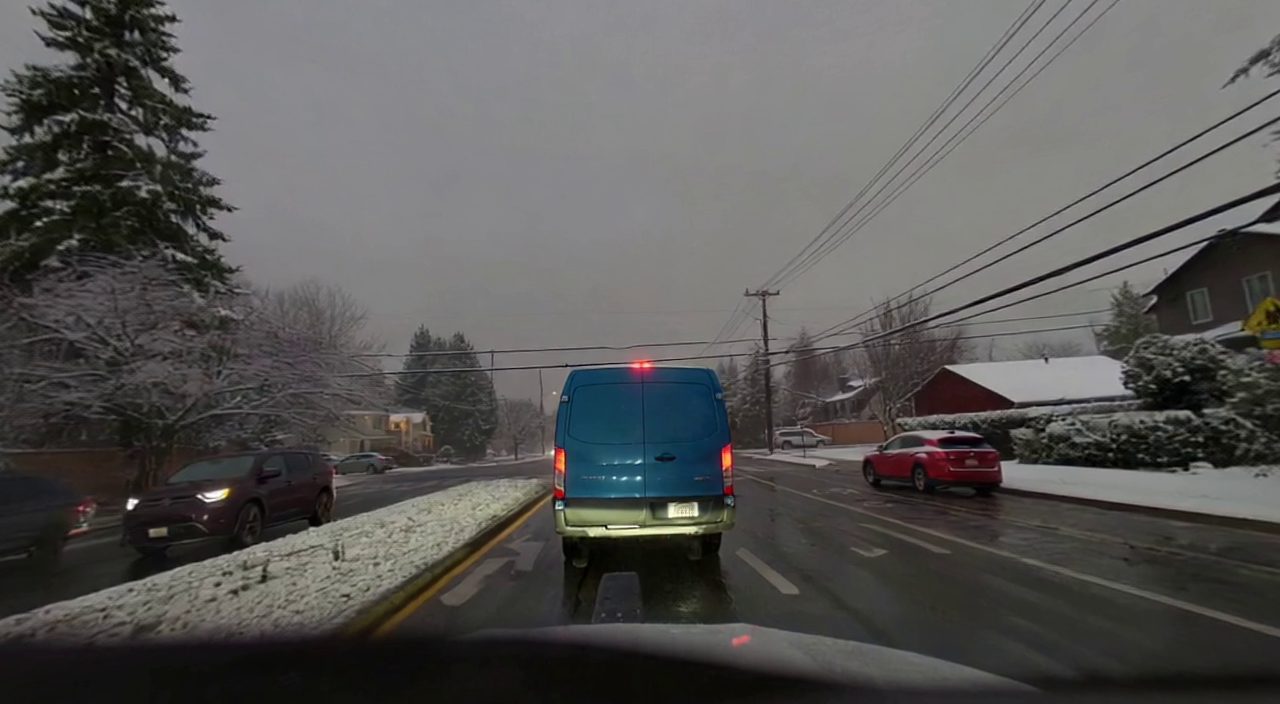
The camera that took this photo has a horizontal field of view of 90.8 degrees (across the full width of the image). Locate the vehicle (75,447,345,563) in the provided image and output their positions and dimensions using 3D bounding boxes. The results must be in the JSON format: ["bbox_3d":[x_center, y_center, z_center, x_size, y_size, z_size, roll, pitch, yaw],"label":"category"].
[{"bbox_3d":[-7.539,2.646,11.804,1.997,1.724,4.417,0,-9,-1],"label":"vehicle"}]

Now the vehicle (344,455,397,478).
[{"bbox_3d":[-18.452,7.839,43.491,1.816,1.445,4.120,0,-9,0],"label":"vehicle"}]

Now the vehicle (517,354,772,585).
[{"bbox_3d":[0.053,1.443,8.347,2.342,2.142,4.809,0,-9,0],"label":"vehicle"}]

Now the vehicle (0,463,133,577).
[{"bbox_3d":[-10.494,2.560,9.537,1.986,1.610,4.456,0,-9,-1],"label":"vehicle"}]

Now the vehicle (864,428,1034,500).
[{"bbox_3d":[7.306,2.684,15.526,1.883,1.504,4.220,0,-9,-3],"label":"vehicle"}]
